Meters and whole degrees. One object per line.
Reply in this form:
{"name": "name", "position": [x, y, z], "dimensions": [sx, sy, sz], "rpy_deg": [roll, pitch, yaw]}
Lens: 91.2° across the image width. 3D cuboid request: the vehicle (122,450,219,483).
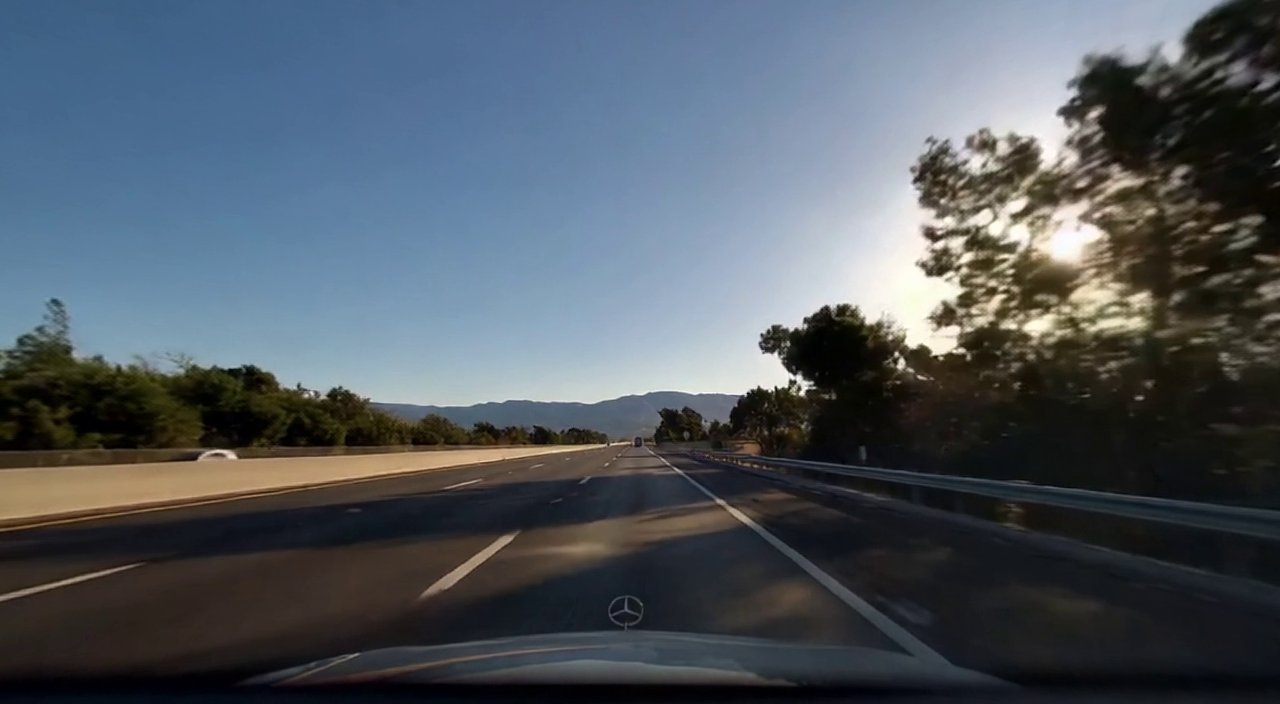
{"name": "vehicle", "position": [-23.877, 5.817, 32.102], "dimensions": [1.797, 1.517, 4.021], "rpy_deg": [0, -8, 0]}
